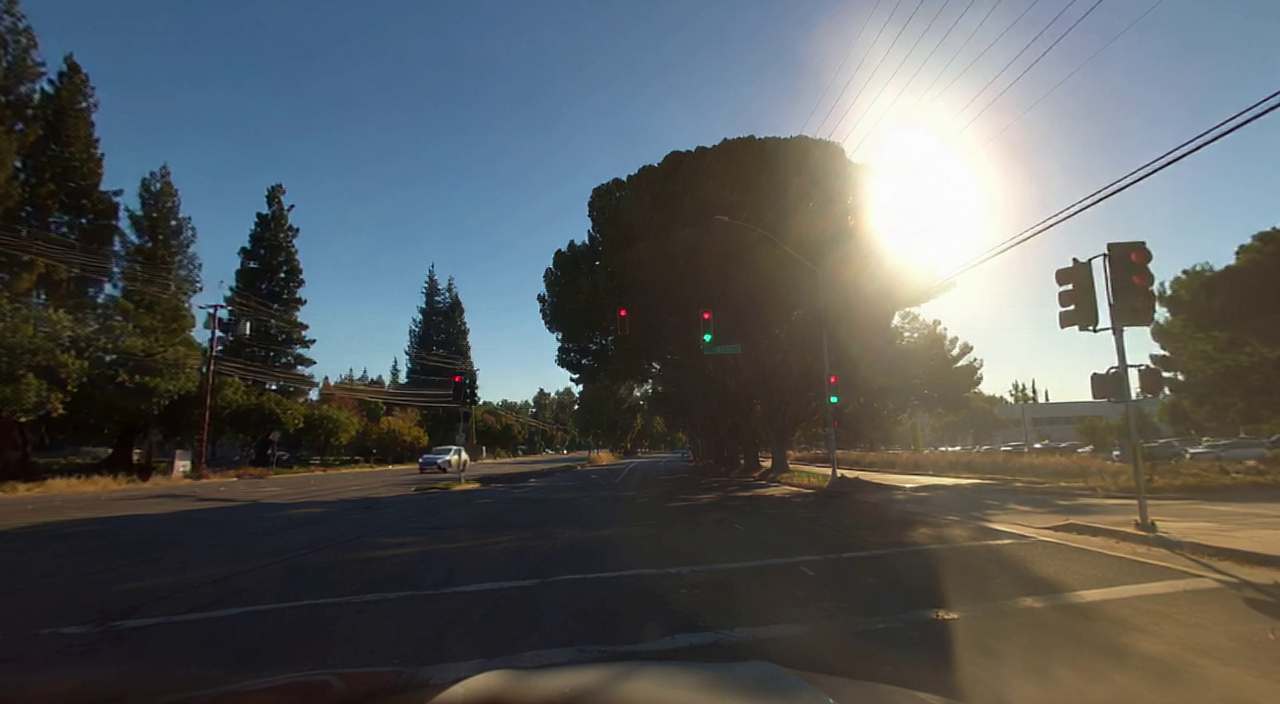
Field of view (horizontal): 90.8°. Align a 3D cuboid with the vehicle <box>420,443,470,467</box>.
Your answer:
[{"bbox_3d":[-13.721,7.266,44.692,1.893,1.547,4.283,-1,-8,4],"label":"vehicle"}]
